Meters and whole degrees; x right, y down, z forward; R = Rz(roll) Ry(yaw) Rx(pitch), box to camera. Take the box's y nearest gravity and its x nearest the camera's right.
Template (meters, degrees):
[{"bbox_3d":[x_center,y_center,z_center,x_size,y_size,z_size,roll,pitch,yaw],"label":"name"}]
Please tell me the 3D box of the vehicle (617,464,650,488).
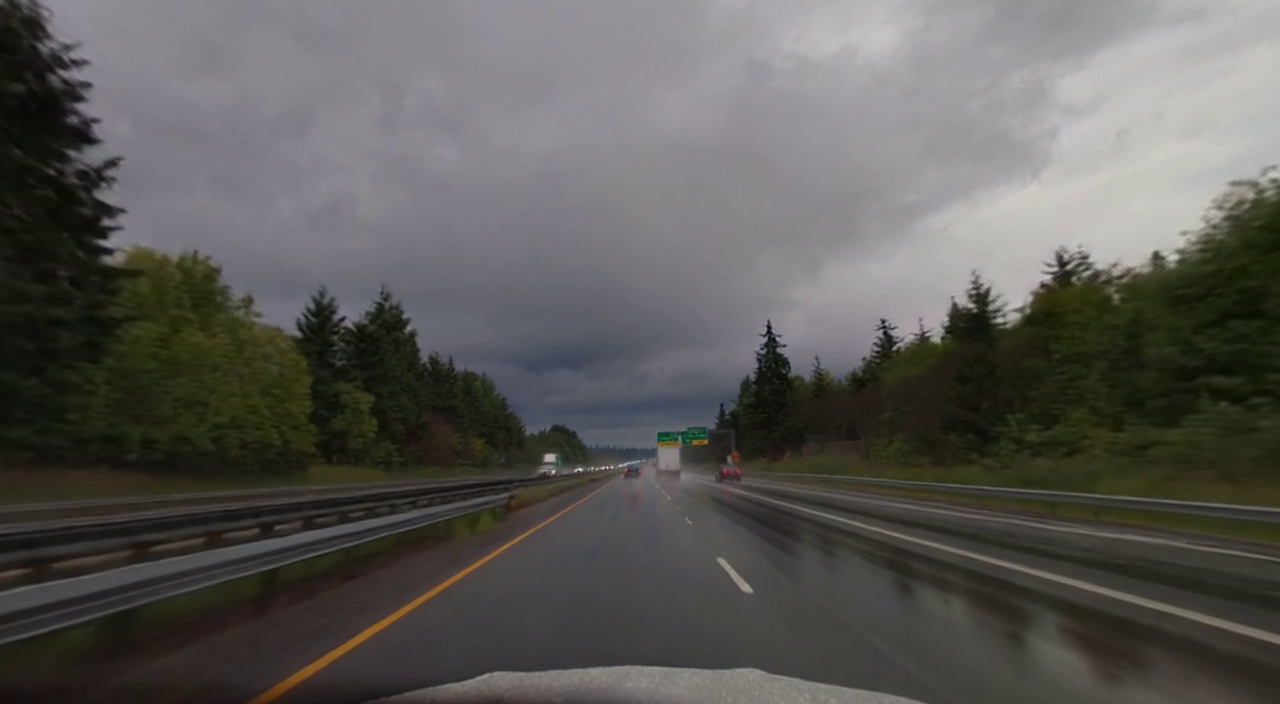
[{"bbox_3d":[-0.438,8.004,40.885,2.025,1.452,3.927,1,-10,-1],"label":"vehicle"}]
